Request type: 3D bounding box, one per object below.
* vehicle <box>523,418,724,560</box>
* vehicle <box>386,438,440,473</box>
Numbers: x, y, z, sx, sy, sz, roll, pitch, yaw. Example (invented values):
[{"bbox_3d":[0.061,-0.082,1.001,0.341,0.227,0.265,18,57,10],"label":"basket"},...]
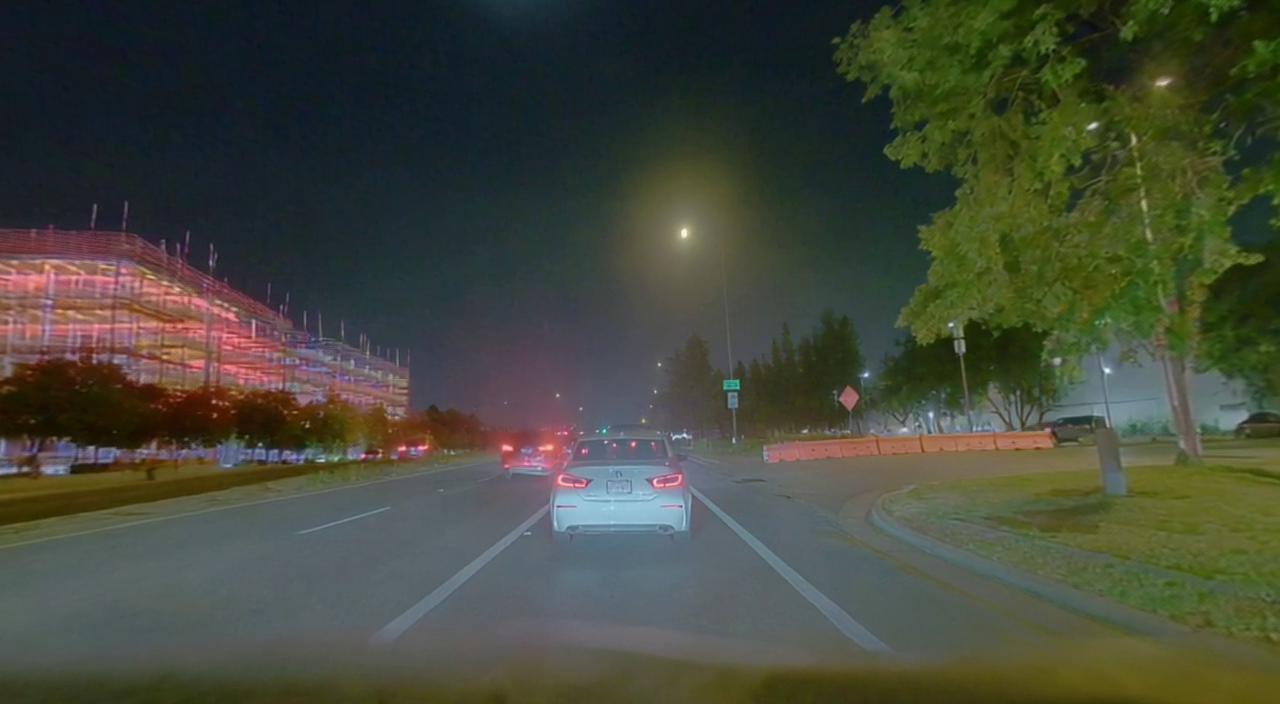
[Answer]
[{"bbox_3d":[-0.183,1.750,8.736,2.112,1.482,4.076,0,-8,0],"label":"vehicle"},{"bbox_3d":[-10.458,4.690,28.843,2.072,1.465,4.394,3,-9,-22],"label":"vehicle"}]
